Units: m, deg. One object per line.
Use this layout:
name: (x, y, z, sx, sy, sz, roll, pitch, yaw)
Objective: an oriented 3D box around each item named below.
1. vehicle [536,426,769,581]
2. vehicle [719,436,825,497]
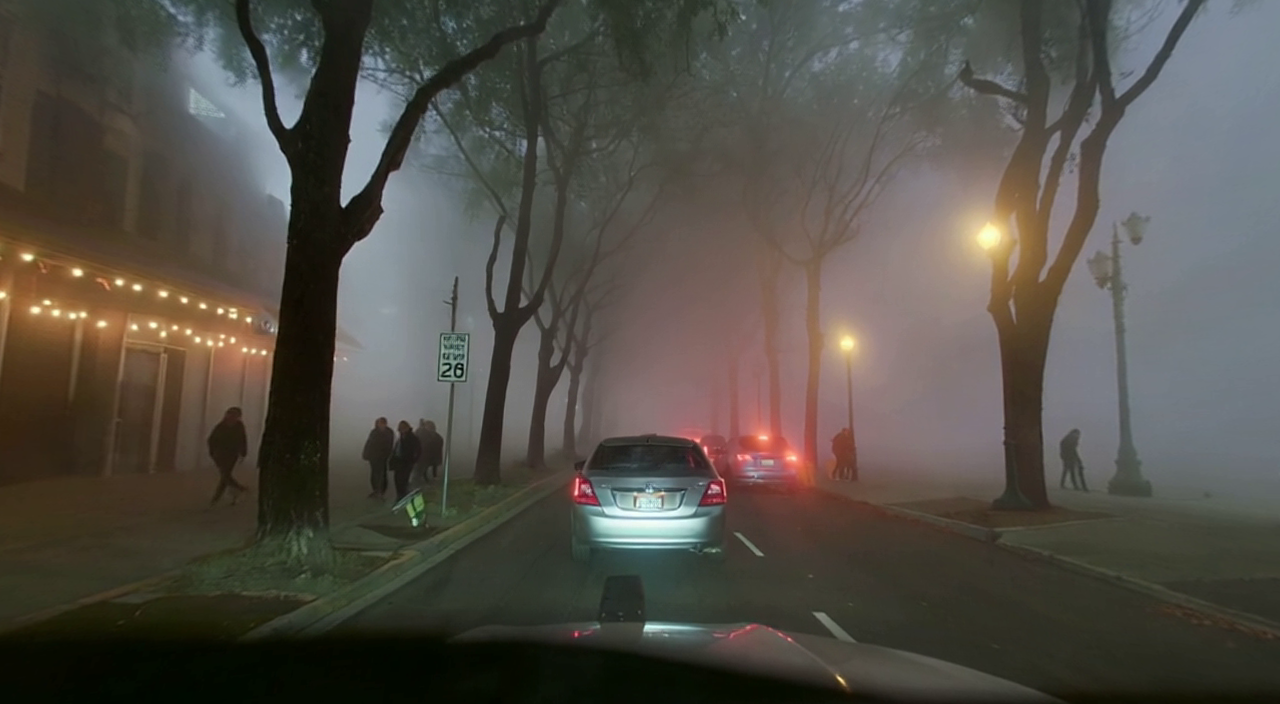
vehicle: (0.090, 1.782, 8.269, 2.261, 1.474, 4.130, 0, -9, -1)
vehicle: (3.616, 3.217, 18.172, 2.025, 1.523, 4.426, 0, -9, -1)
